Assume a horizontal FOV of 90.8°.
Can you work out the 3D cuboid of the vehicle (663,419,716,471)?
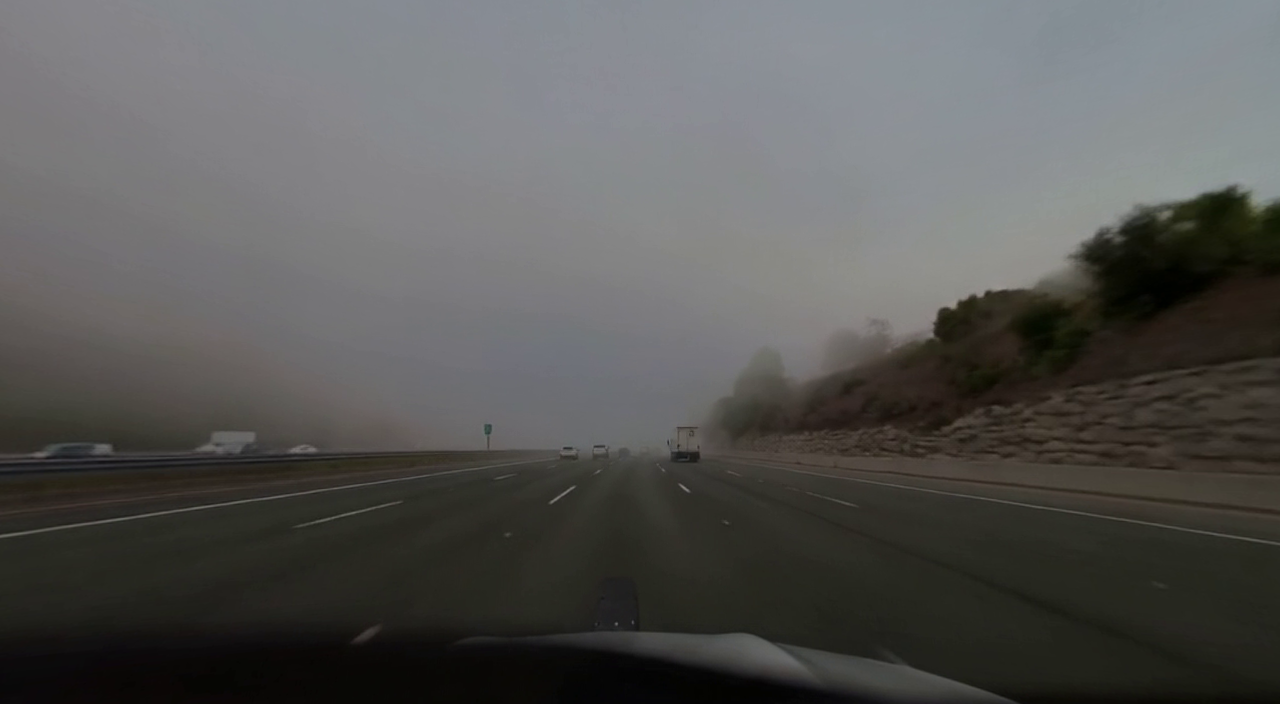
[{"bbox_3d":[3.226,6.422,43.298,2.795,3.187,7.205,0,-9,-2],"label":"vehicle"}]
